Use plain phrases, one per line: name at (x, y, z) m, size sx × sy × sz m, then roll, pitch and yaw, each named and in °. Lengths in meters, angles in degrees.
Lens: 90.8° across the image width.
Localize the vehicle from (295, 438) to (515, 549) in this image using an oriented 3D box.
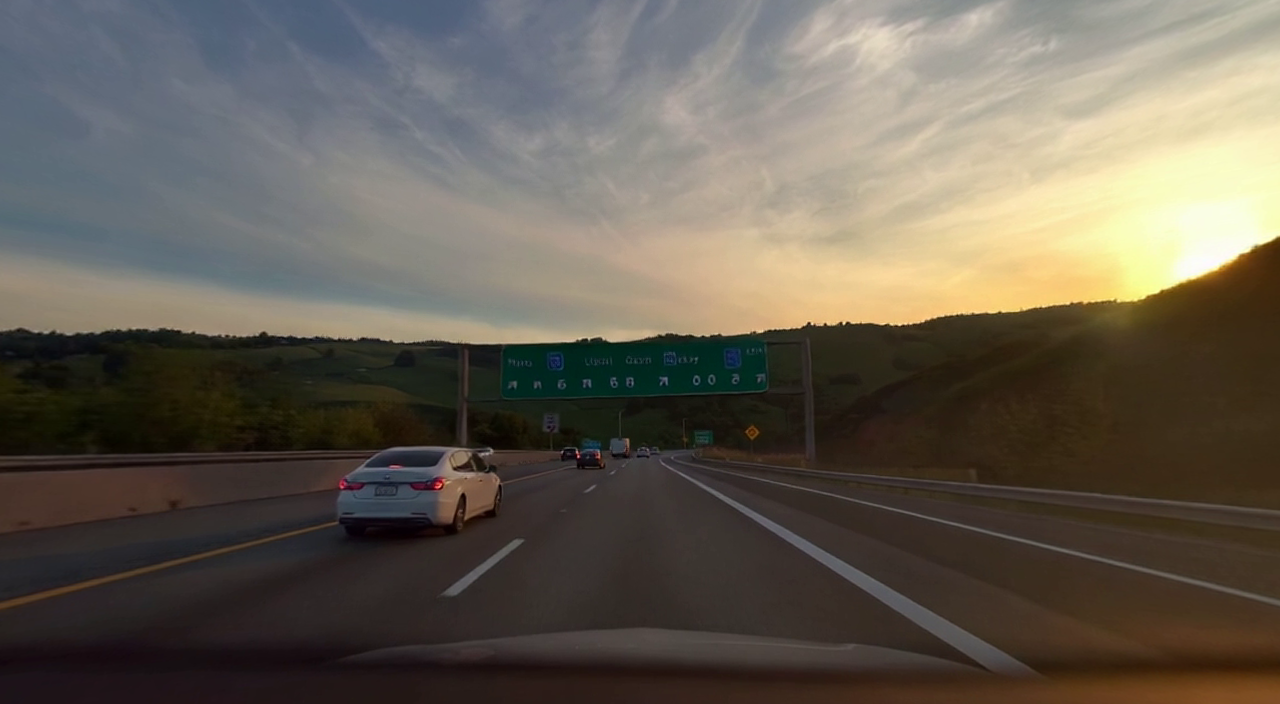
vehicle at (-3.572, 2.233, 10.691) m, size 1.988 × 1.440 × 4.504 m, roll 0°, pitch -9°, yaw 0°

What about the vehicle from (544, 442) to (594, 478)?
vehicle at (-3.638, 5.608, 32.966) m, size 2.073 × 1.694 × 4.162 m, roll 0°, pitch -9°, yaw 1°
